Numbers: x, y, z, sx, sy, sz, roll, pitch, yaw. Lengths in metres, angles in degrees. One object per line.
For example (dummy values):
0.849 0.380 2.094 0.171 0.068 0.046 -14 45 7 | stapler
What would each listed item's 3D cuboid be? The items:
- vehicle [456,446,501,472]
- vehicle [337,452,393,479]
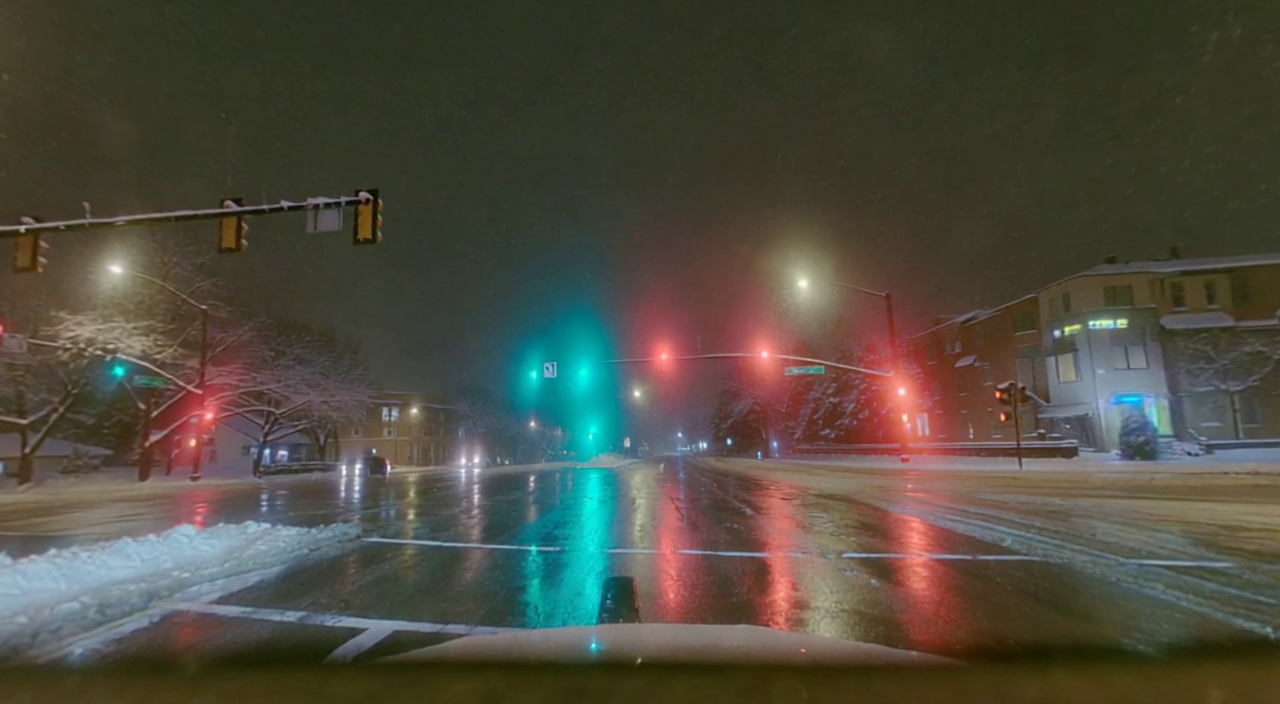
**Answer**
-12.163 8.056 47.969 2.151 1.847 4.634 0 -9 0 | vehicle
-18.839 7.767 43.483 1.933 1.664 4.255 0 -9 1 | vehicle
